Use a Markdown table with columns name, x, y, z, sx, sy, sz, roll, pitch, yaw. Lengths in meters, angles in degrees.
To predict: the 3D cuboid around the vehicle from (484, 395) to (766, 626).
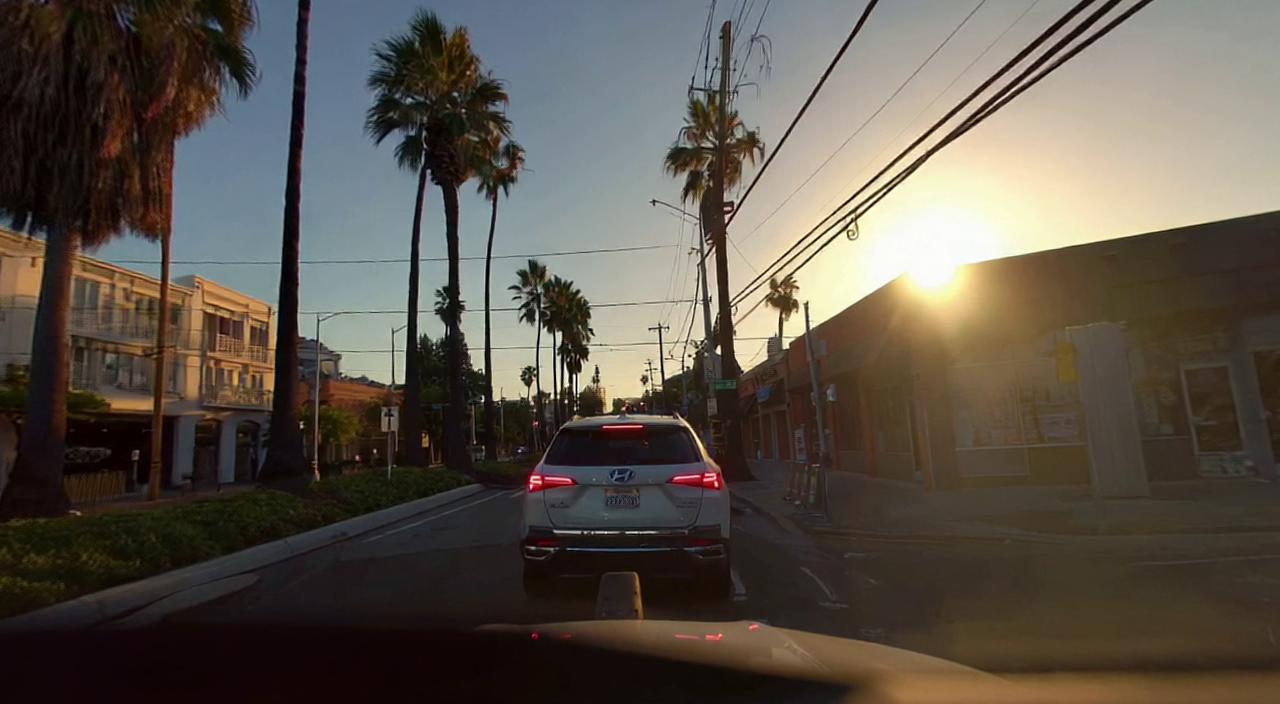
| name | x | y | z | sx | sy | sz | roll | pitch | yaw |
| --- | --- | --- | --- | --- | --- | --- | --- | --- | --- |
| vehicle | -0.196 | 1.455 | 6.684 | 2.105 | 1.702 | 3.750 | 0 | -8 | -3 |
